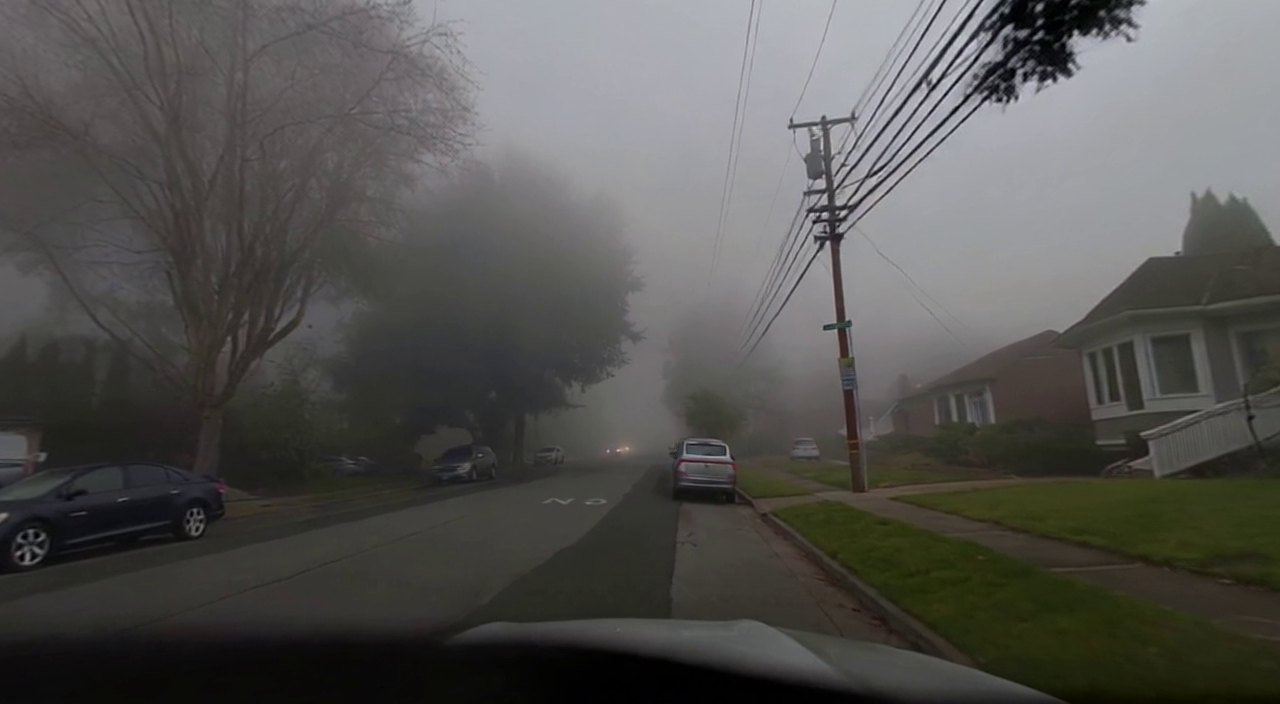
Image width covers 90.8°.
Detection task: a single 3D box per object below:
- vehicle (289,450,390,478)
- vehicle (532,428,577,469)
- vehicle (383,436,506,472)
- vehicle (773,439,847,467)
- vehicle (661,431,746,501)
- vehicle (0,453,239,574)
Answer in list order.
[{"bbox_3d":[-15.981,5.980,33.726,4.481,1.420,1.712,0,-9,0],"label":"vehicle"},{"bbox_3d":[-6.354,7.290,47.760,2.199,2.902,5.848,-1,-9,4],"label":"vehicle"},{"bbox_3d":[-11.536,6.058,37.577,6.488,2.009,2.354,-1,-9,4],"label":"vehicle"},{"bbox_3d":[10.407,6.192,38.869,4.075,1.674,1.811,-1,-9,5],"label":"vehicle"},{"bbox_3d":[1.593,2.837,16.031,1.908,1.572,3.105,-1,-9,6],"label":"vehicle"},{"bbox_3d":[-8.760,2.300,9.692,1.968,1.449,4.502,-1,-9,5],"label":"vehicle"}]
